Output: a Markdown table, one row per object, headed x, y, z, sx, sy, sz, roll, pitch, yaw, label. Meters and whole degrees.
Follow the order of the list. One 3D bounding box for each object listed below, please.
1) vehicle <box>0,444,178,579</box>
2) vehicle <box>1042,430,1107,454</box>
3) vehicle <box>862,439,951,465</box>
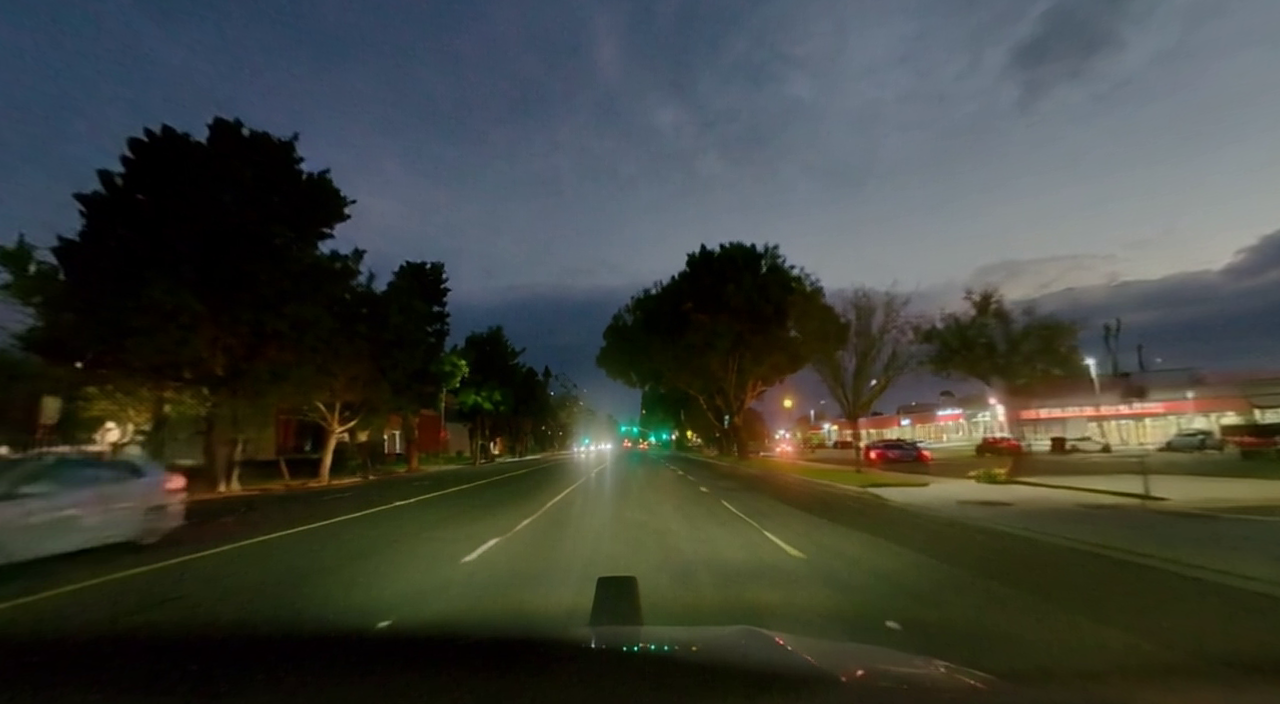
| x | y | z | sx | sy | sz | roll | pitch | yaw | label |
| --- | --- | --- | --- | --- | --- | --- | --- | --- | --- |
| -8.013 | 1.799 | 7.225 | 1.969 | 1.462 | 4.425 | -1 | -8 | 2 | vehicle |
| 34.224 | 7.108 | 49.939 | 1.843 | 1.774 | 4.626 | 0 | -8 | 0 | vehicle |
| 16.741 | 6.303 | 39.855 | 4.665 | 1.570 | 2.080 | 0 | -8 | 0 | vehicle |
